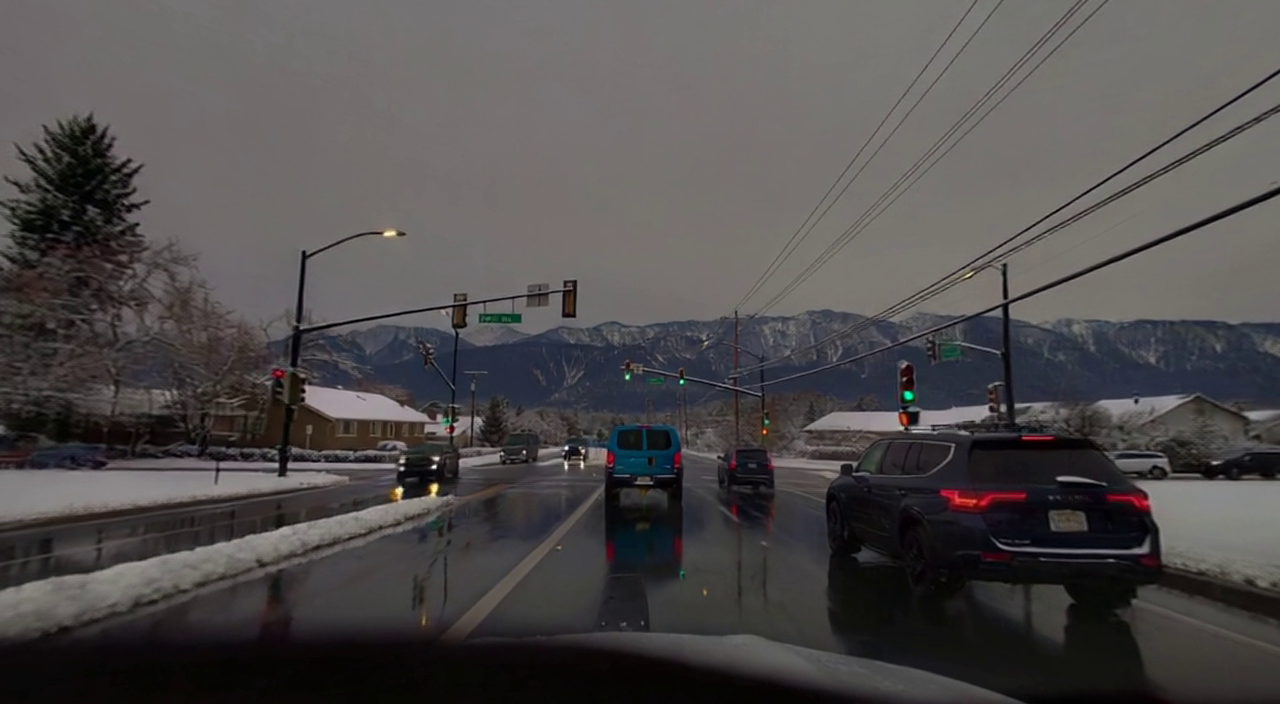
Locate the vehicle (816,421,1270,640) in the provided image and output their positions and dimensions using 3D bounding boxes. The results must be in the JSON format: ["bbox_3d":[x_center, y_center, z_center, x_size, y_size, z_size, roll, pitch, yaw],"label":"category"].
[{"bbox_3d":[3.767,1.714,7.279,2.155,1.658,4.721,0,-8,1],"label":"vehicle"}]

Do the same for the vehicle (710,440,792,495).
[{"bbox_3d":[3.620,3.836,21.393,1.957,1.646,4.355,0,-8,0],"label":"vehicle"}]

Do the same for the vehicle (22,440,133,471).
[{"bbox_3d":[-32.055,5.904,36.024,4.428,1.738,1.886,0,-8,-1],"label":"vehicle"}]

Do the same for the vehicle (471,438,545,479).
[{"bbox_3d":[-6.703,5.286,31.725,1.999,1.864,4.530,6,-10,-34],"label":"vehicle"}]

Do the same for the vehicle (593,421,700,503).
[{"bbox_3d":[0.193,3.094,18.237,2.636,2.011,5.130,0,-8,1],"label":"vehicle"}]

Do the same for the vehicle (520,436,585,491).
[{"bbox_3d":[-3.037,3.965,22.828,2.059,1.749,4.458,1,-8,-5],"label":"vehicle"}]

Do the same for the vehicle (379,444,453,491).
[{"bbox_3d":[-8.531,4.268,23.773,2.005,1.533,4.644,4,-9,-26],"label":"vehicle"}]
